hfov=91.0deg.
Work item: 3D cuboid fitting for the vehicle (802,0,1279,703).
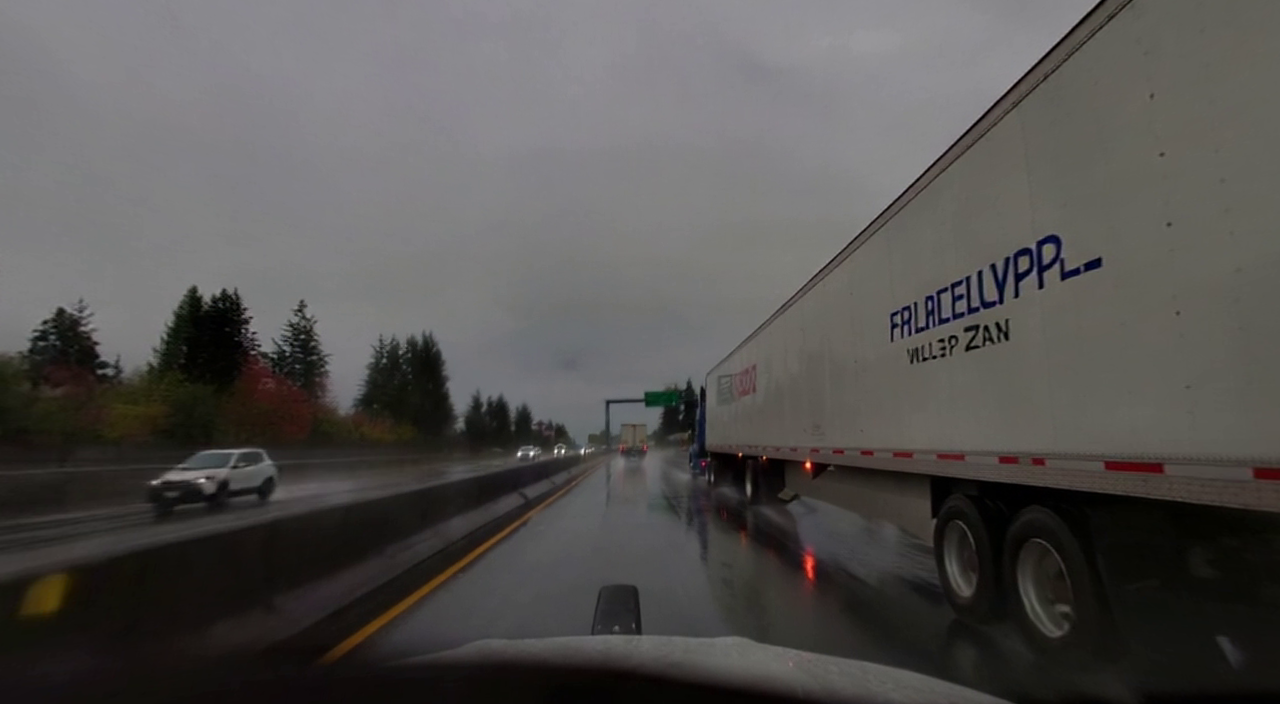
[{"bbox_3d":[4.236,0.104,5.783,2.853,4.086,9.078,0,-8,-1],"label":"vehicle"}]

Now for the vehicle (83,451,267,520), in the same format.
[{"bbox_3d":[-12.183,3.479,16.895,1.995,1.524,3.877,-1,-8,-1],"label":"vehicle"}]

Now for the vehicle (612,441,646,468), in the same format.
[{"bbox_3d":[-0.654,6.009,37.245,1.943,1.491,3.459,0,-8,-1],"label":"vehicle"}]
